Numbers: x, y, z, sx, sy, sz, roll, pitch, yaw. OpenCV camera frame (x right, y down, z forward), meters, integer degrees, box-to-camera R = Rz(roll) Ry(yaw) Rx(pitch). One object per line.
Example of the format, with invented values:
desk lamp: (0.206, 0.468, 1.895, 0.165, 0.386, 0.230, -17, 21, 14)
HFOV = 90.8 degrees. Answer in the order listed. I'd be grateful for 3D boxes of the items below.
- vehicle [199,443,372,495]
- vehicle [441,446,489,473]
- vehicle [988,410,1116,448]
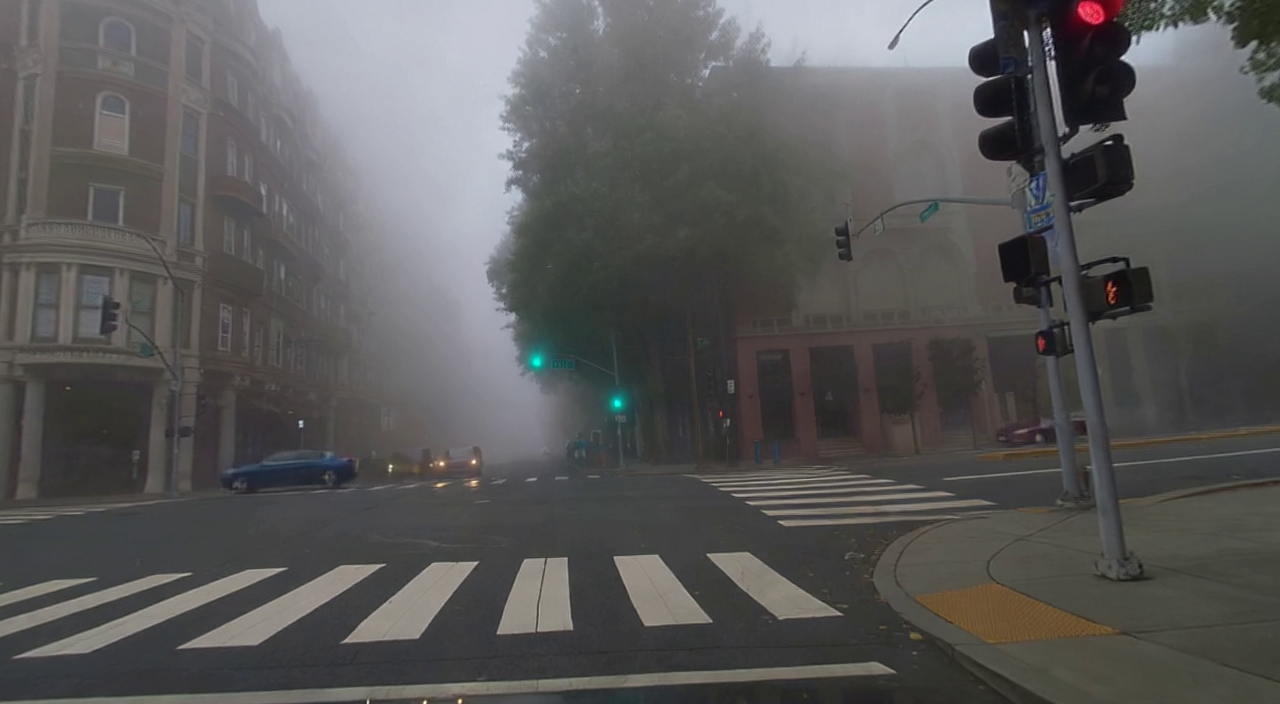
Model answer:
vehicle: (-11.847, 3.934, 21.450, 4.626, 1.636, 2.004, 1, -8, -7)
vehicle: (-10.492, 6.464, 38.154, 2.196, 1.503, 4.371, 1, -9, -8)
vehicle: (16.961, 3.203, 26.064, 4.320, 1.456, 1.803, 2, -9, -12)
